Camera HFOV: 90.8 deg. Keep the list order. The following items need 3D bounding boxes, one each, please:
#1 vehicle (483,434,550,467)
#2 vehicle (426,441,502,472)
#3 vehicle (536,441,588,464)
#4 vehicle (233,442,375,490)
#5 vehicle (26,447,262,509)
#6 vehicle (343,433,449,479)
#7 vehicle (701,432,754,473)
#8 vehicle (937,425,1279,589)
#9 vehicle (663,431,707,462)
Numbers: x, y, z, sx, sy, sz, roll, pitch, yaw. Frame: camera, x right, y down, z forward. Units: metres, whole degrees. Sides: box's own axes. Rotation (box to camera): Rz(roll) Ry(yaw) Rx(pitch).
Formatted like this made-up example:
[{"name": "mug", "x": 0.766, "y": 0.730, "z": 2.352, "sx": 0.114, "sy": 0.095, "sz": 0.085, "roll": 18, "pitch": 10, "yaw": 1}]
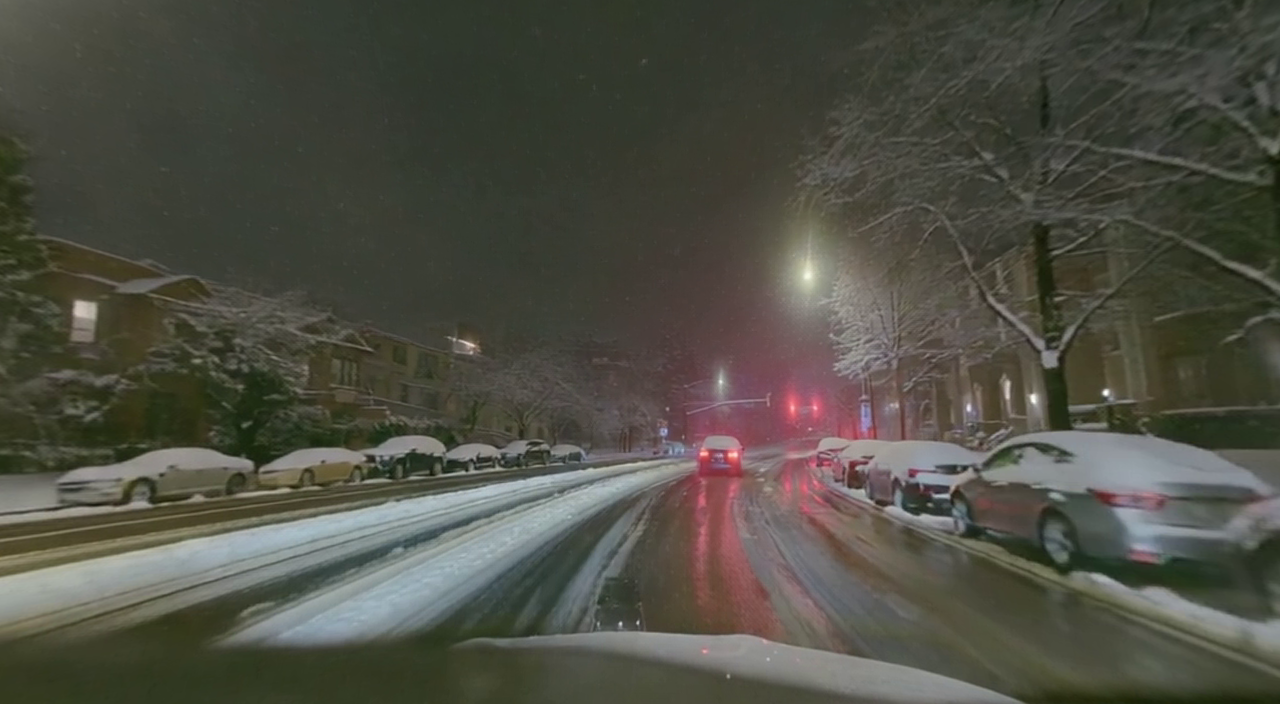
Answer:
[{"name": "vehicle", "x": -7.387, "y": 5.996, "z": 38.486, "sx": 2.115, "sy": 1.853, "sz": 4.745, "roll": -2, "pitch": -9, "yaw": 15}, {"name": "vehicle", "x": -9.015, "y": 5.385, "z": 32.796, "sx": 1.809, "sy": 1.469, "sz": 4.485, "roll": -2, "pitch": -8, "yaw": 13}, {"name": "vehicle", "x": -5.396, "y": 7.006, "z": 44.246, "sx": 1.782, "sy": 1.472, "sz": 4.744, "roll": -3, "pitch": -9, "yaw": 18}, {"name": "vehicle", "x": -11.449, "y": 3.875, "z": 21.987, "sx": 1.880, "sy": 1.450, "sz": 4.627, "roll": -1, "pitch": -8, "yaw": 9}, {"name": "vehicle", "x": -12.258, "y": 3.101, "z": 16.154, "sx": 1.893, "sy": 1.310, "sz": 4.719, "roll": -1, "pitch": -8, "yaw": 6}, {"name": "vehicle", "x": -10.291, "y": 4.428, "z": 27.141, "sx": 1.977, "sy": 1.761, "sz": 4.990, "roll": -1, "pitch": -8, "yaw": 8}, {"name": "vehicle", "x": 4.046, "y": 4.507, "z": 28.535, "sx": 1.852, "sy": 1.680, "sz": 4.488, "roll": -2, "pitch": -9, "yaw": 14}, {"name": "vehicle", "x": 5.544, "y": 1.765, "z": 8.034, "sx": 1.841, "sy": 1.545, "sz": 3.813, "roll": 0, "pitch": -8, "yaw": 4}, {"name": "vehicle", "x": 2.883, "y": 5.918, "z": 39.557, "sx": 1.877, "sy": 1.827, "sz": 4.298, "roll": -2, "pitch": -9, "yaw": 16}]
